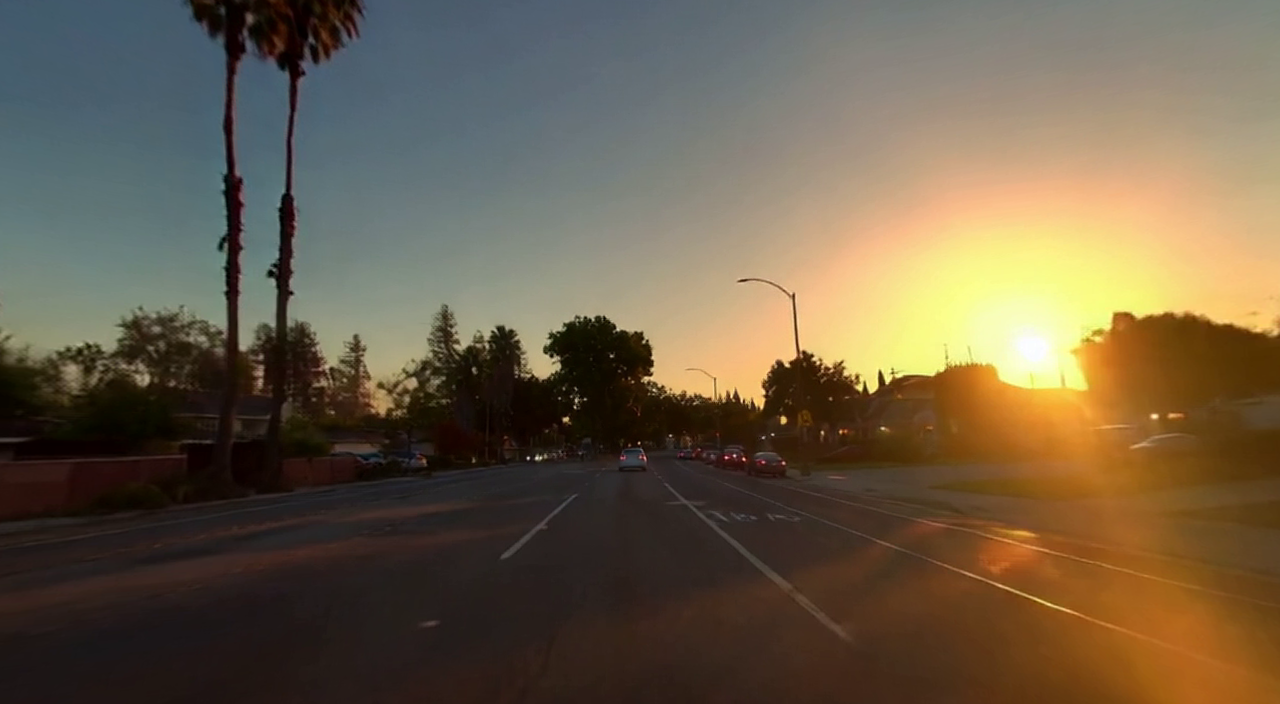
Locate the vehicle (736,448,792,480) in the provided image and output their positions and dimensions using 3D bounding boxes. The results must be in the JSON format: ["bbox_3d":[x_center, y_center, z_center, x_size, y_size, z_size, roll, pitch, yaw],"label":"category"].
[{"bbox_3d":[6.380,5.798,33.023,1.947,1.505,4.759,-1,-9,0],"label":"vehicle"}]

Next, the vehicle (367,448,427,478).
[{"bbox_3d":[-17.479,7.964,45.742,2.185,1.993,5.054,-1,-9,3],"label":"vehicle"}]

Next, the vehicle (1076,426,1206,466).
[{"bbox_3d":[24.294,4.625,30.938,2.135,1.787,4.888,0,-9,-3],"label":"vehicle"}]

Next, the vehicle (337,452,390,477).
[{"bbox_3d":[-20.133,8.195,46.206,1.931,1.641,4.146,-1,-9,1],"label":"vehicle"}]

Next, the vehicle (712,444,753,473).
[{"bbox_3d":[6.334,7.337,43.874,2.035,1.822,5.449,-1,-9,1],"label":"vehicle"}]

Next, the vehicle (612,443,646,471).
[{"bbox_3d":[-0.802,7.301,44.238,2.248,1.833,4.798,0,-9,-2],"label":"vehicle"}]
